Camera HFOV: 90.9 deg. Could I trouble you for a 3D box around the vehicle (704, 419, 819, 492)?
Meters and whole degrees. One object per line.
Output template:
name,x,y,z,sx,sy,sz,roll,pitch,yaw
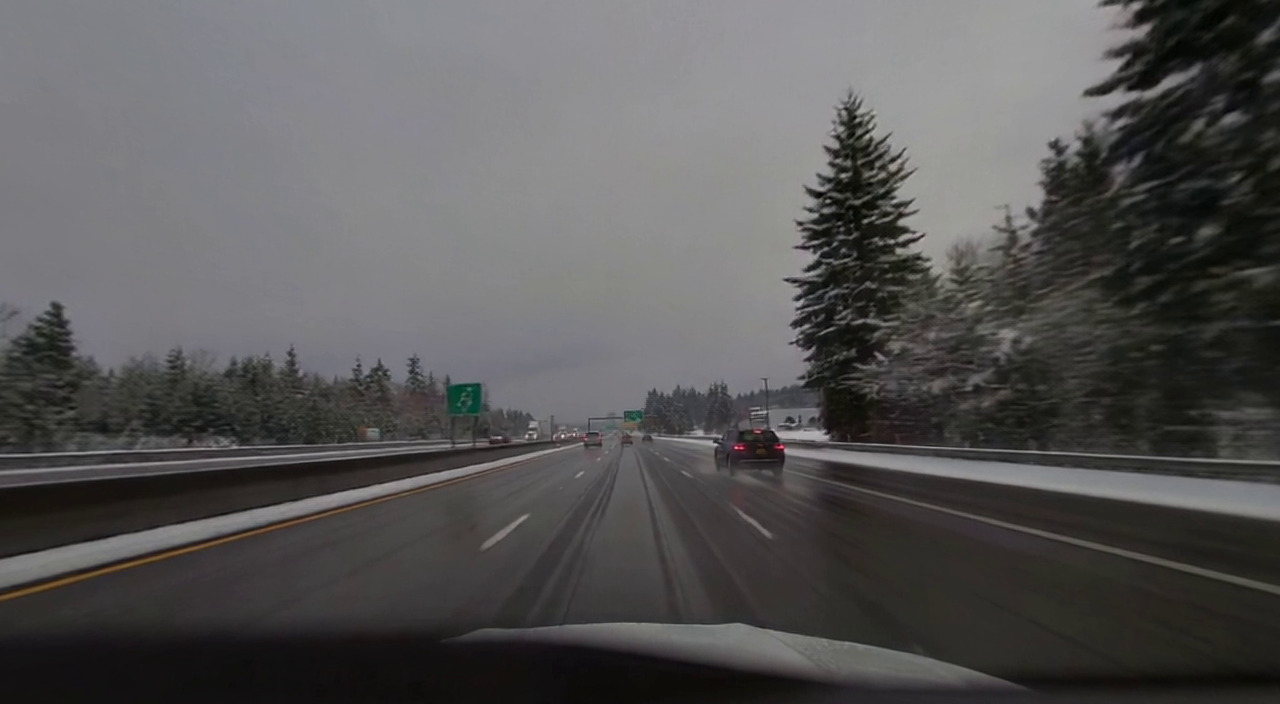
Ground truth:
vehicle,2.962,2.646,16.423,2.022,1.637,4.229,0,-8,-2
